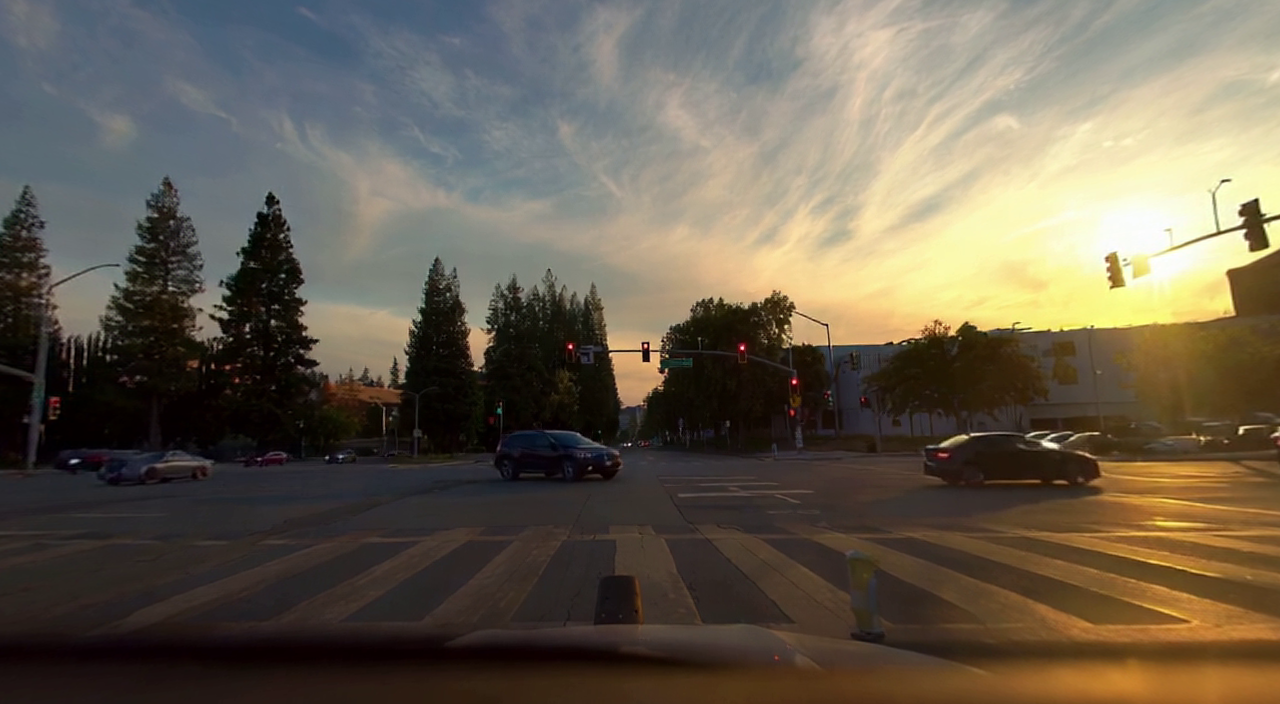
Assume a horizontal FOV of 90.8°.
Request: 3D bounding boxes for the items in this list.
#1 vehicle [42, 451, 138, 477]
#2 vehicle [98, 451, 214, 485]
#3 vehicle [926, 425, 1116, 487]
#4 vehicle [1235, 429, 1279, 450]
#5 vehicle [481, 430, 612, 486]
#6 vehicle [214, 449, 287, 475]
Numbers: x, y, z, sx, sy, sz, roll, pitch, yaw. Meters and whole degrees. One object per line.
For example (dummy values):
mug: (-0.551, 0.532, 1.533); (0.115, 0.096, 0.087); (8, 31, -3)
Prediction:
vehicle: (-41.414, 8.434, 47.622); (2.901, 1.827, 5.034); (-9, -13, 44)
vehicle: (-23.142, 5.528, 30.461); (1.909, 1.473, 4.571); (0, -8, 1)
vehicle: (10.918, 3.017, 18.412); (4.180, 1.678, 1.982); (-1, -9, 6)
vehicle: (45.669, 6.272, 45.267); (1.786, 1.412, 4.330); (0, -8, 0)
vehicle: (-3.803, 4.147, 25.071); (5.310, 1.972, 2.223); (-8, -11, 41)
vehicle: (-26.500, 7.484, 43.201); (2.135, 1.637, 4.582); (0, -9, -1)
